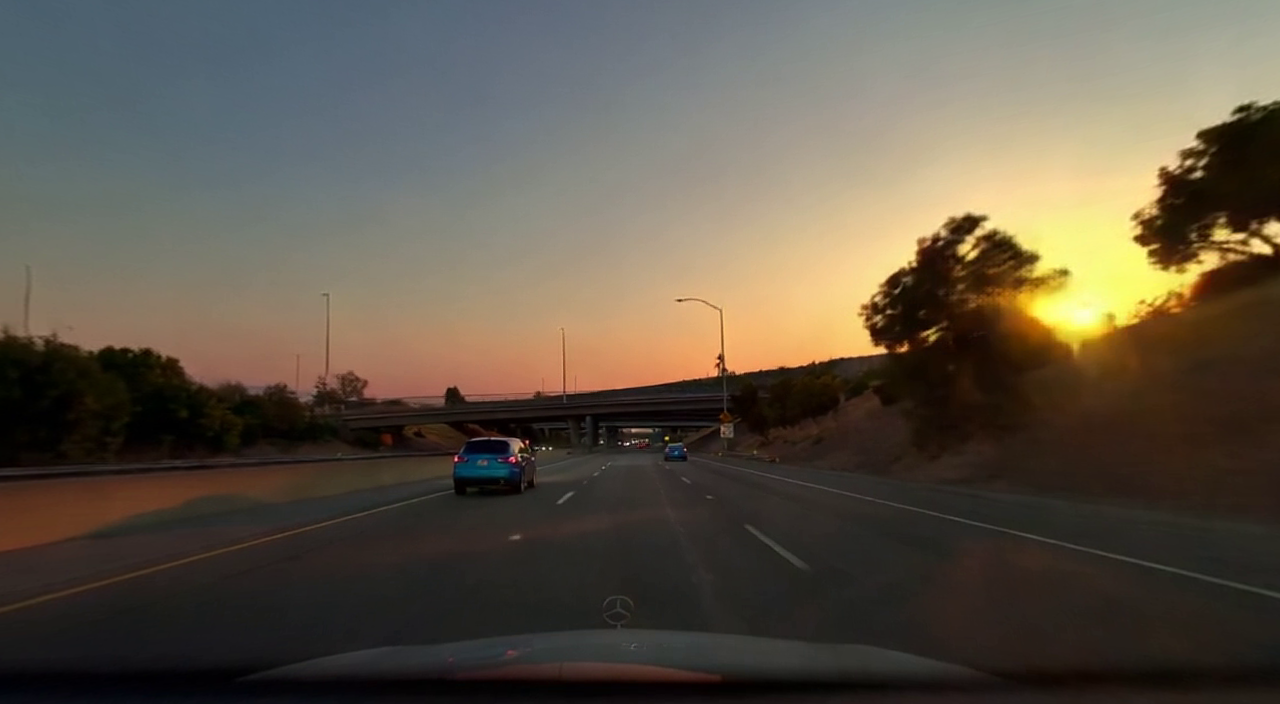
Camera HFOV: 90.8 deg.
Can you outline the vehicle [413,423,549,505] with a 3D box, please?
[{"bbox_3d":[-3.848,2.851,16.465,2.205,1.773,5.124,0,-8,0],"label":"vehicle"}]
